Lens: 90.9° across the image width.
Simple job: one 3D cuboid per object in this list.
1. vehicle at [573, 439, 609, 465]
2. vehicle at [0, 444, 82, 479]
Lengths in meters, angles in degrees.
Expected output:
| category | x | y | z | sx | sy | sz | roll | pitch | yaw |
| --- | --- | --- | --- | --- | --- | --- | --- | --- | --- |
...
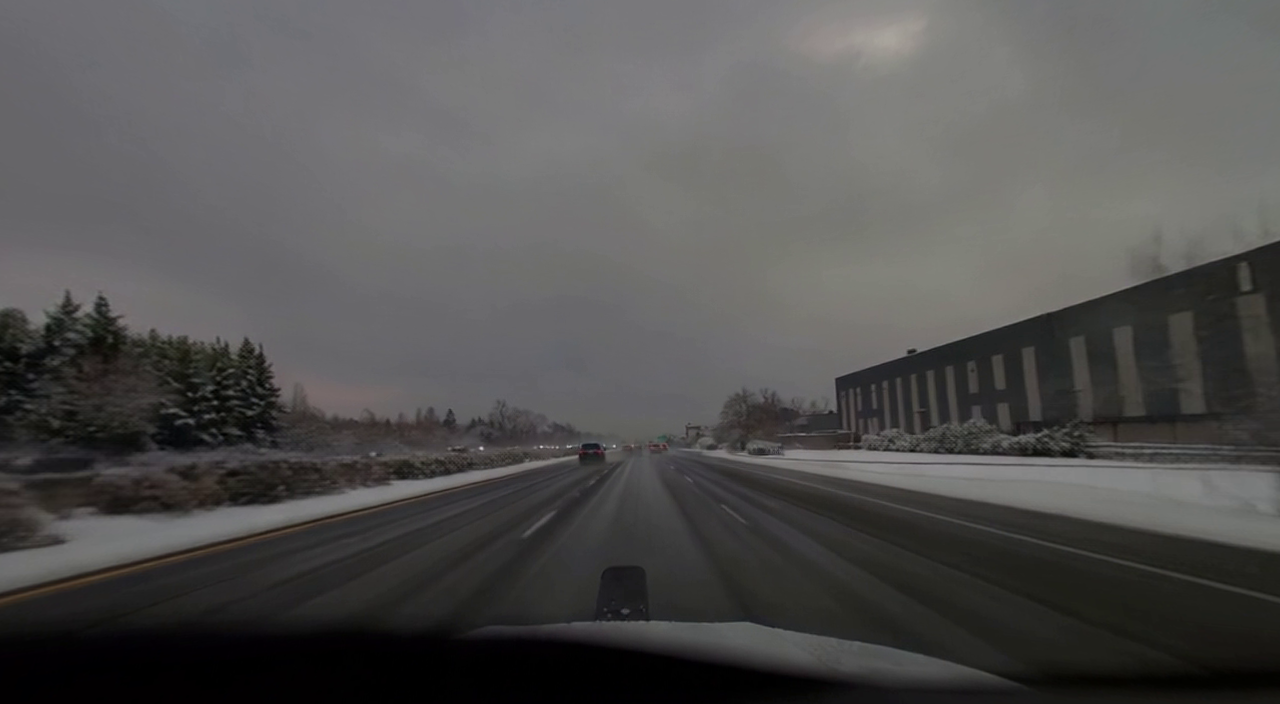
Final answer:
| category | x | y | z | sx | sy | sz | roll | pitch | yaw |
| --- | --- | --- | --- | --- | --- | --- | --- | --- | --- |
| vehicle | -3.650 | 7.554 | 47.900 | 2.218 | 1.850 | 4.774 | 0 | -9 | 1 |
| vehicle | -35.770 | 6.238 | 36.184 | 2.153 | 1.874 | 5.710 | 0 | -9 | 0 |
